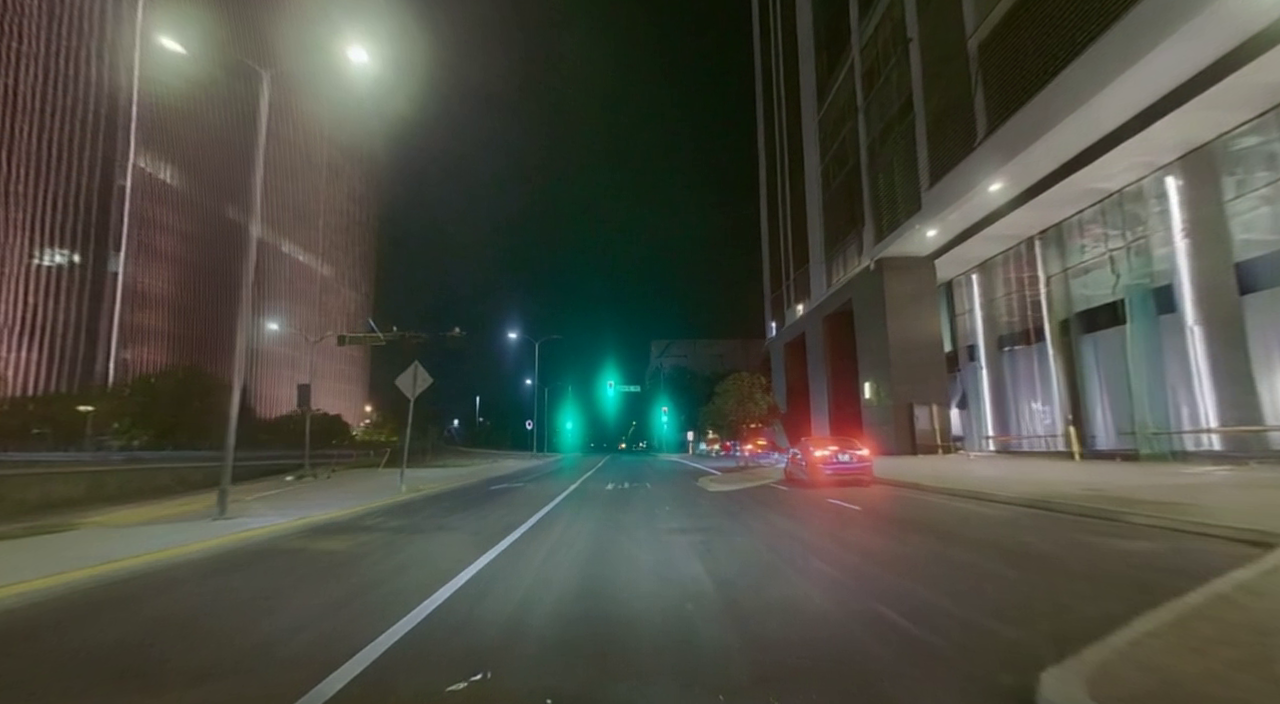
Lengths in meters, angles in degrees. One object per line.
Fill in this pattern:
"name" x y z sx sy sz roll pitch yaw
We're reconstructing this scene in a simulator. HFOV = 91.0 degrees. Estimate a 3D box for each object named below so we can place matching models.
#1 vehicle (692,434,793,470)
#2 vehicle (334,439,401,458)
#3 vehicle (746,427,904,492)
"vehicle" 4.596 4.460 28.340 4.033 1.514 1.974 3 -9 -24
"vehicle" -19.629 6.954 45.549 2.660 1.211 4.739 -1 -8 2
"vehicle" 4.897 2.763 16.614 3.844 1.524 1.847 4 -9 -31
